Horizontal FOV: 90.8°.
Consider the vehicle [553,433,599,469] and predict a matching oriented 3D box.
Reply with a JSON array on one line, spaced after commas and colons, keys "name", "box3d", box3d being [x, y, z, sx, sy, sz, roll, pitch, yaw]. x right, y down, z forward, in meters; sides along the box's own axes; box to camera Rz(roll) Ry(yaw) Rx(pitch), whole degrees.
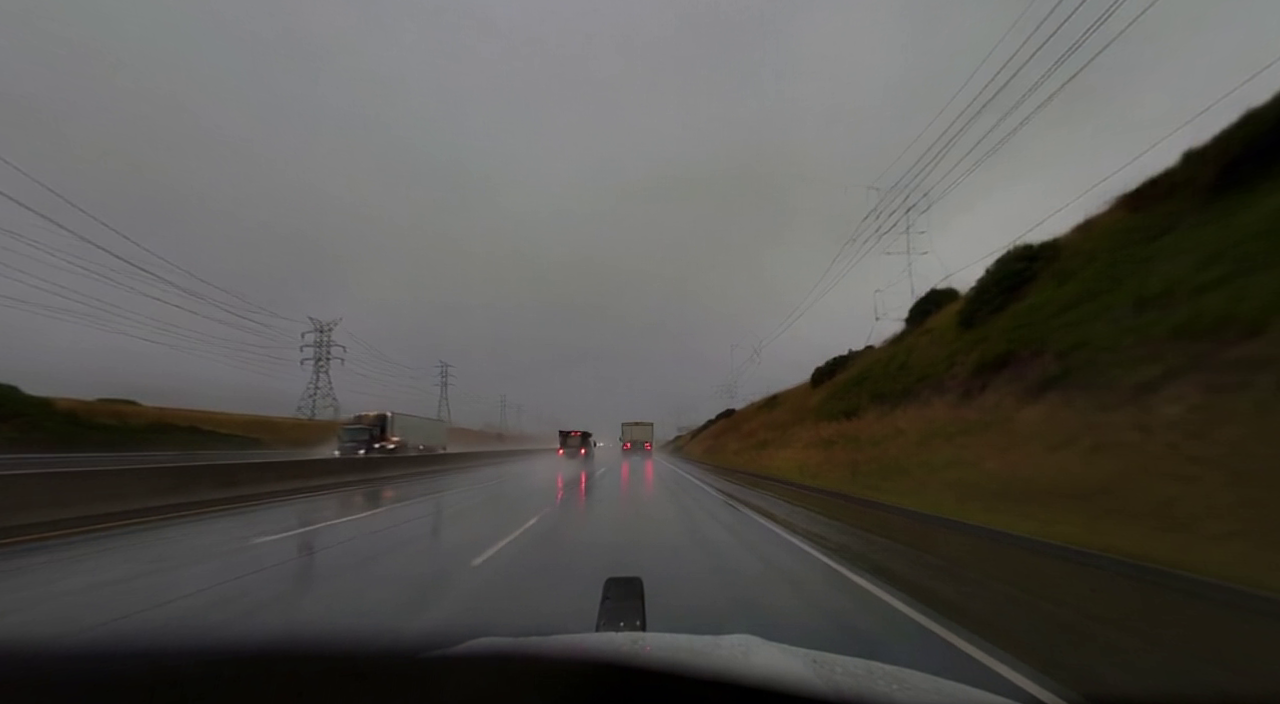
[{"name": "vehicle", "box3d": [-3.726, 5.891, 37.642, 2.207, 1.949, 4.911, 0, -9, 1]}]
